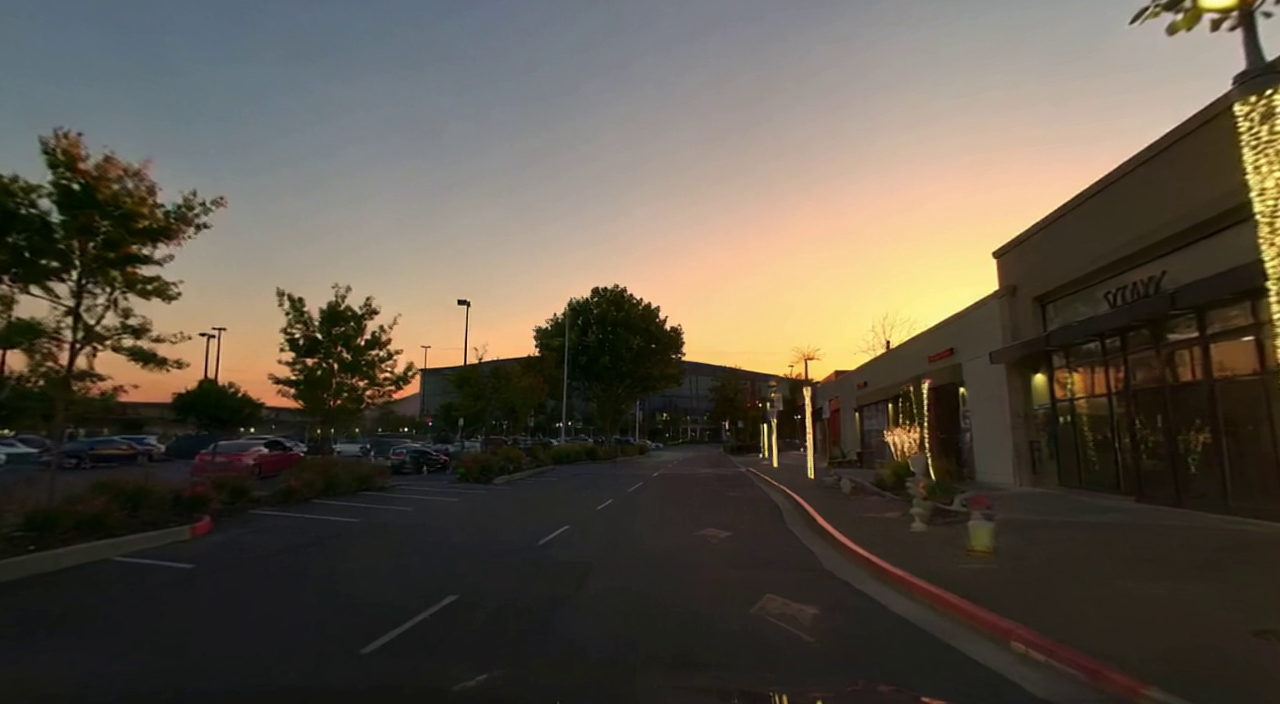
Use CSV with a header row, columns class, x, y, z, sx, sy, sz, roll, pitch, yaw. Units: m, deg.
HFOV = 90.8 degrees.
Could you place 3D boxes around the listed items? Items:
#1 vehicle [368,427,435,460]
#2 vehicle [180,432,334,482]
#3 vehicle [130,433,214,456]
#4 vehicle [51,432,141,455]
class,x,y,z,sx,sy,sz,roll,pitch,yaw
vehicle,-15.070,5.810,40.179,1.972,1.923,4.535,-1,-8,8
vehicle,-12.270,3.395,20.671,1.847,1.443,4.484,-1,-8,7
vehicle,-31.168,6.162,42.239,1.773,1.433,4.356,-2,-8,10
vehicle,-36.521,6.166,42.563,1.858,1.449,4.296,-2,-8,11
